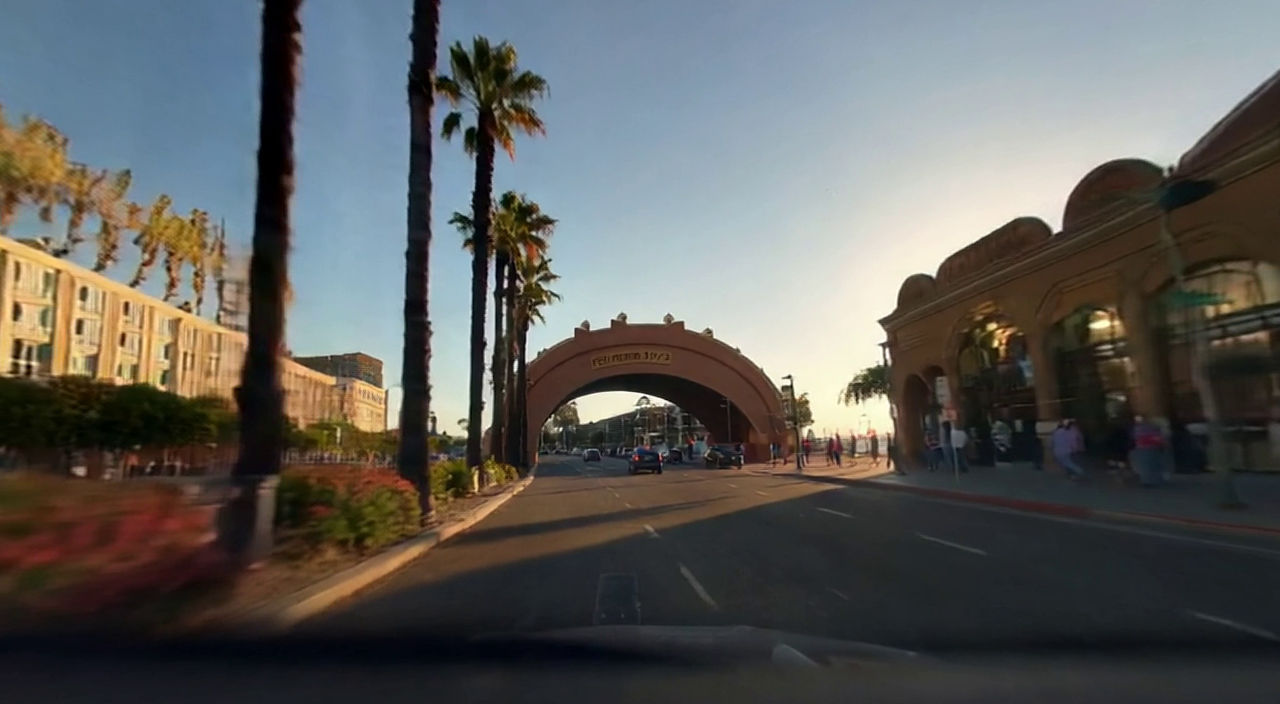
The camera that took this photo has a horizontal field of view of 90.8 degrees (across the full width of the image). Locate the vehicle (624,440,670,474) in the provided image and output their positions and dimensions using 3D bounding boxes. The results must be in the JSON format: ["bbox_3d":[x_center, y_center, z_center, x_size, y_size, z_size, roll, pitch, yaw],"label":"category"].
[{"bbox_3d":[0.341,6.801,41.057,2.284,2.010,6.670,1,-9,-6],"label":"vehicle"}]
